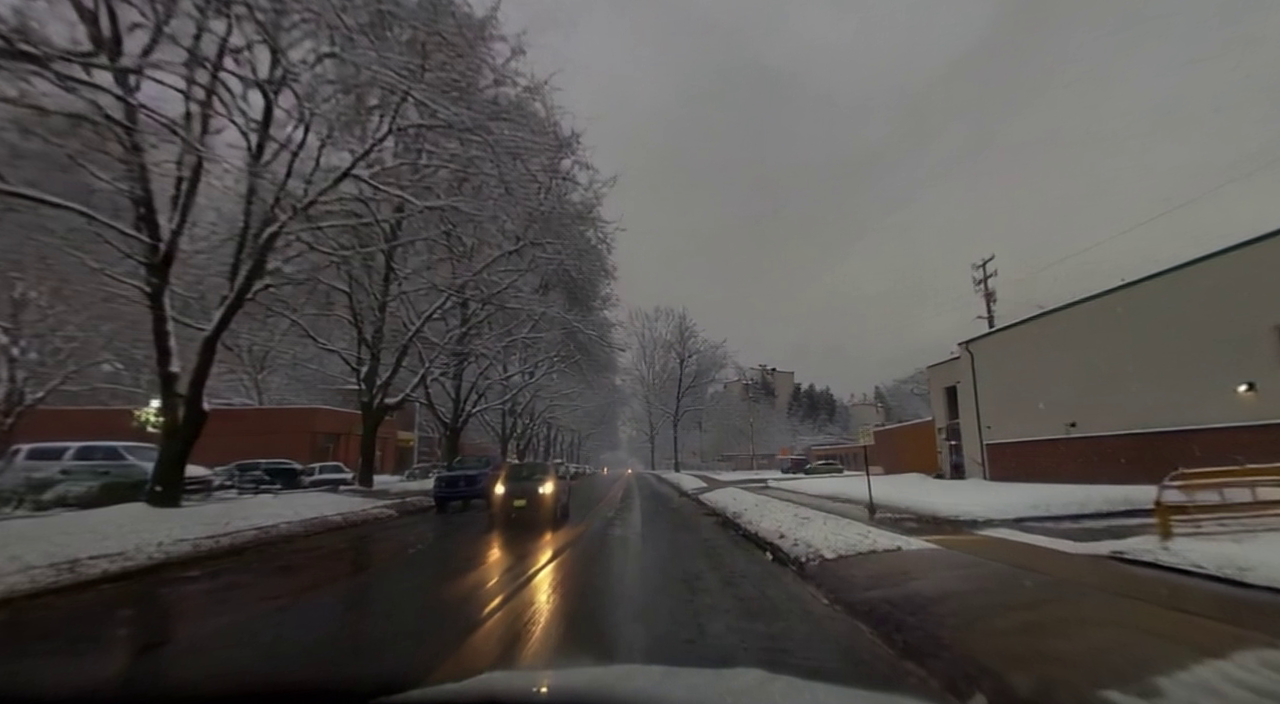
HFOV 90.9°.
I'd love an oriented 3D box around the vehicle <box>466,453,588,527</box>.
[{"bbox_3d":[-2.485,3.223,15.079,1.978,1.453,4.314,1,-10,2],"label":"vehicle"}]
